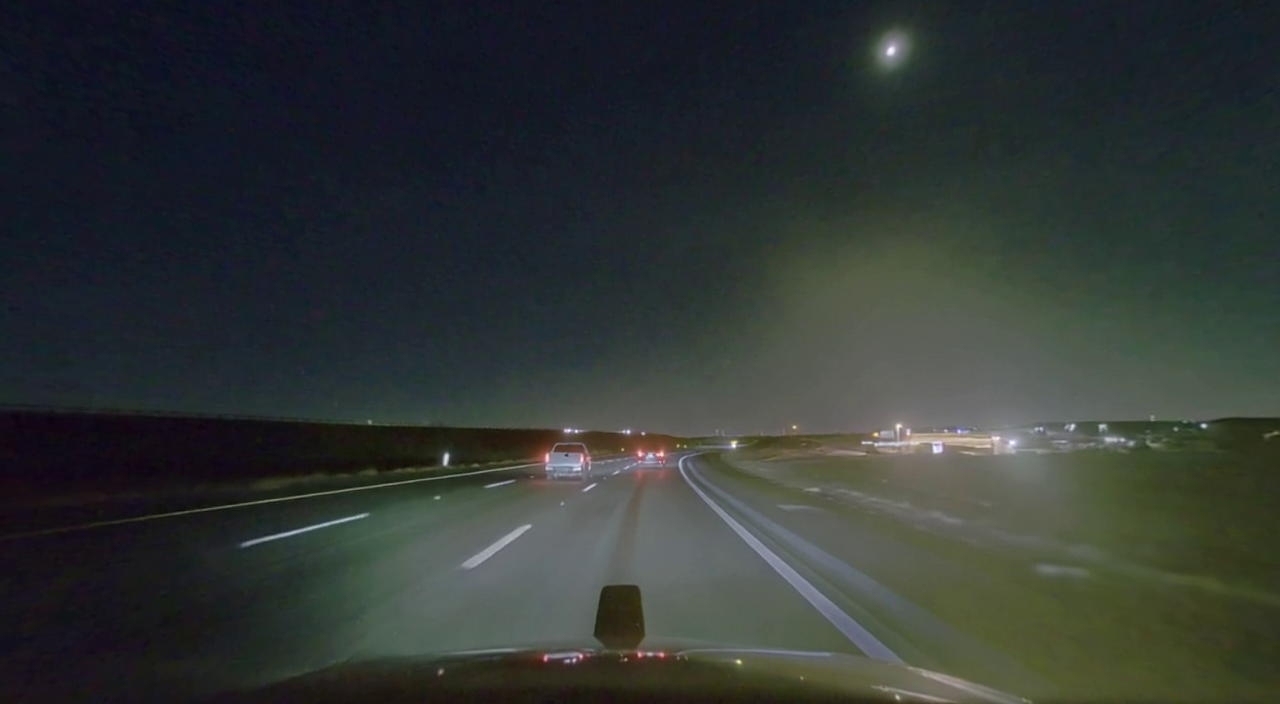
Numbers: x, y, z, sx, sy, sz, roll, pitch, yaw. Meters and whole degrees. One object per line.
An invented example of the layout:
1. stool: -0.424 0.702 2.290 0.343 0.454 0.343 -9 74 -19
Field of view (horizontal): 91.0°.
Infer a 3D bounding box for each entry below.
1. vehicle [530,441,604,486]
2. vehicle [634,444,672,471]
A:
1. vehicle: -2.693 4.242 24.288 2.129 1.563 4.387 0 -9 2
2. vehicle: 0.775 6.269 37.614 2.129 1.502 4.321 0 -9 1
